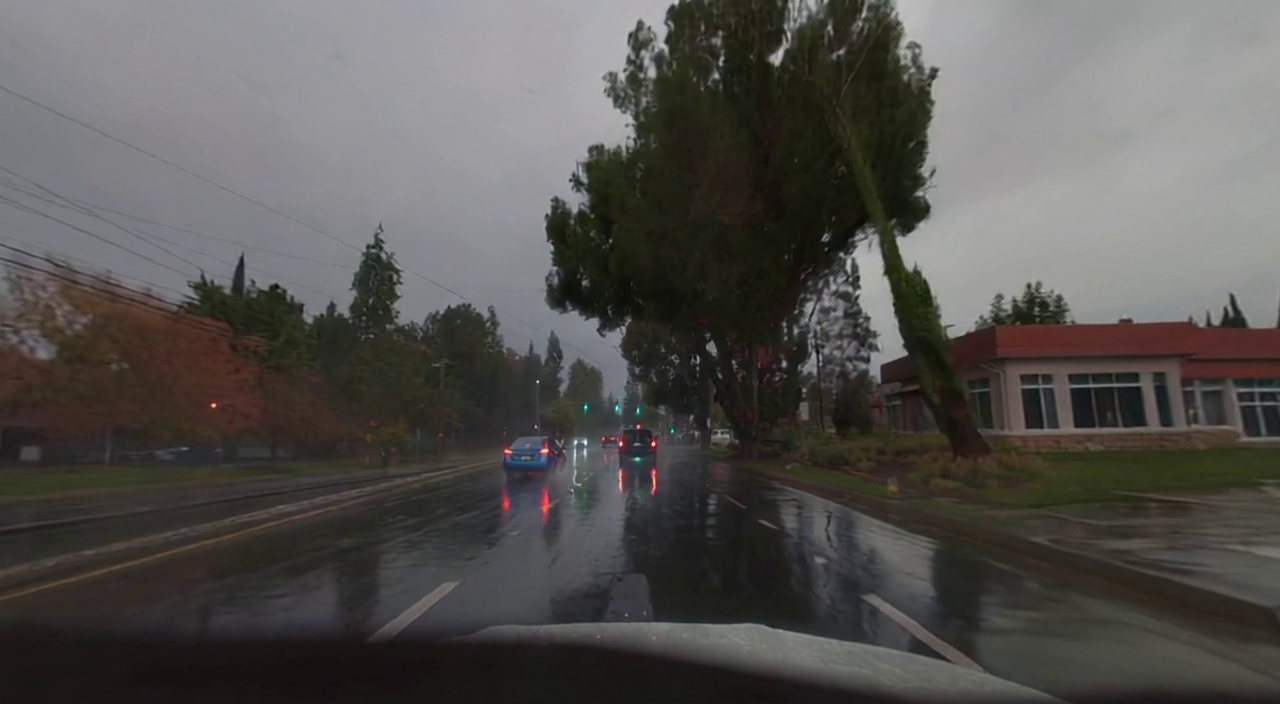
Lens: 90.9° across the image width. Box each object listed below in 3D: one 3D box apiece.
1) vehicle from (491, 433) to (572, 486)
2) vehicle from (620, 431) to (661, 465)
[{"bbox_3d":[-3.626,3.669,21.839,1.914,1.630,4.351,0,-8,1],"label":"vehicle"},{"bbox_3d":[0.021,5.411,35.690,2.213,1.778,4.107,0,-8,0],"label":"vehicle"}]
